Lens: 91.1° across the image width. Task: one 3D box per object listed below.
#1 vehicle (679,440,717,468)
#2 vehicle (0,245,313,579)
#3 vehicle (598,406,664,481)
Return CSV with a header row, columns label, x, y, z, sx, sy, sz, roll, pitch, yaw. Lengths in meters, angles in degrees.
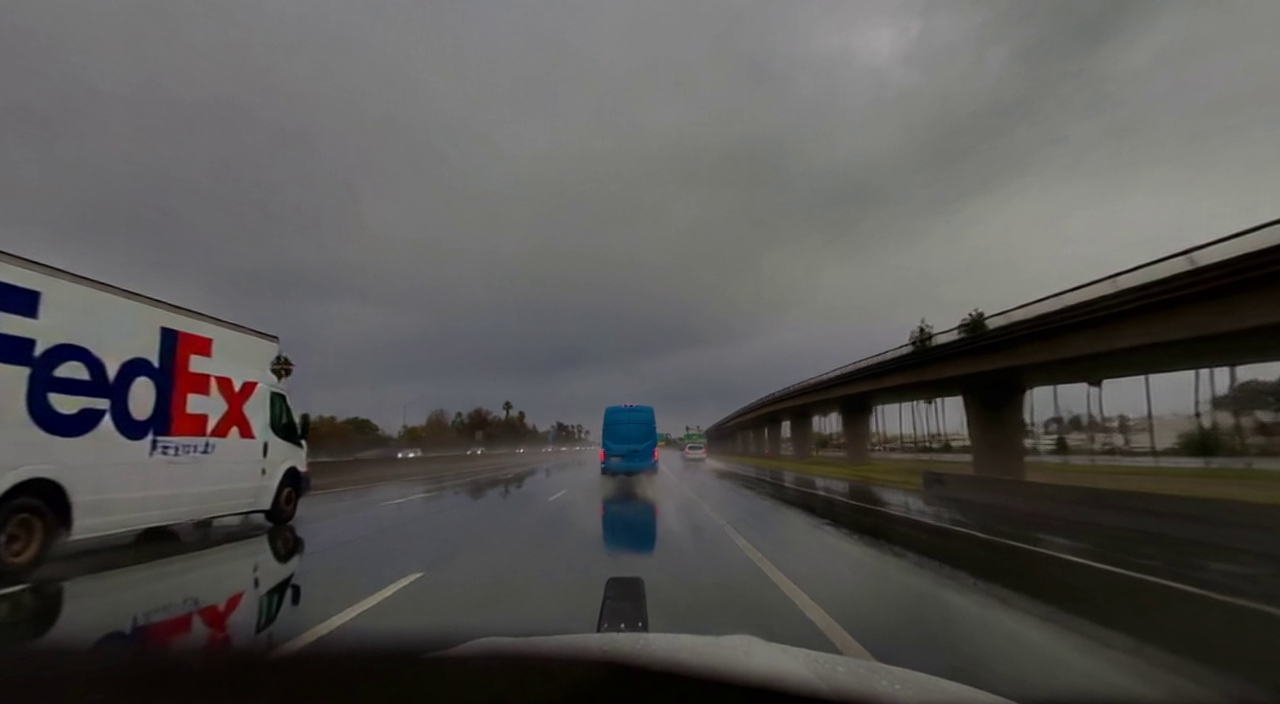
label,x,y,z,sx,sy,sz,roll,pitch,yaw
vehicle,3.548,6.306,39.074,1.987,1.648,3.984,0,-9,-1
vehicle,-7.656,0.989,8.282,2.965,3.178,7.188,-2,-9,-1
vehicle,-0.235,3.868,26.498,2.476,2.776,5.598,0,-9,2
